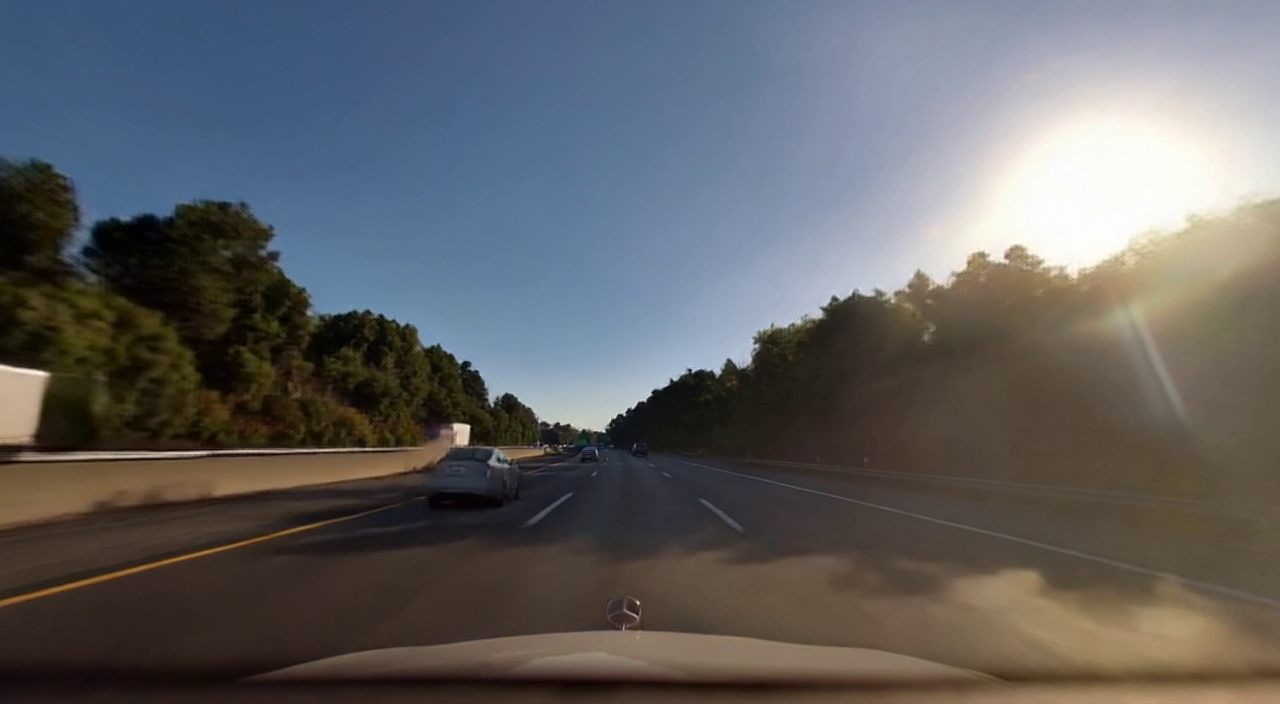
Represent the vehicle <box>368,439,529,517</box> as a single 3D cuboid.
[{"bbox_3d":[-4.065,2.762,14.366,2.169,1.473,4.631,0,-9,0],"label":"vehicle"}]
